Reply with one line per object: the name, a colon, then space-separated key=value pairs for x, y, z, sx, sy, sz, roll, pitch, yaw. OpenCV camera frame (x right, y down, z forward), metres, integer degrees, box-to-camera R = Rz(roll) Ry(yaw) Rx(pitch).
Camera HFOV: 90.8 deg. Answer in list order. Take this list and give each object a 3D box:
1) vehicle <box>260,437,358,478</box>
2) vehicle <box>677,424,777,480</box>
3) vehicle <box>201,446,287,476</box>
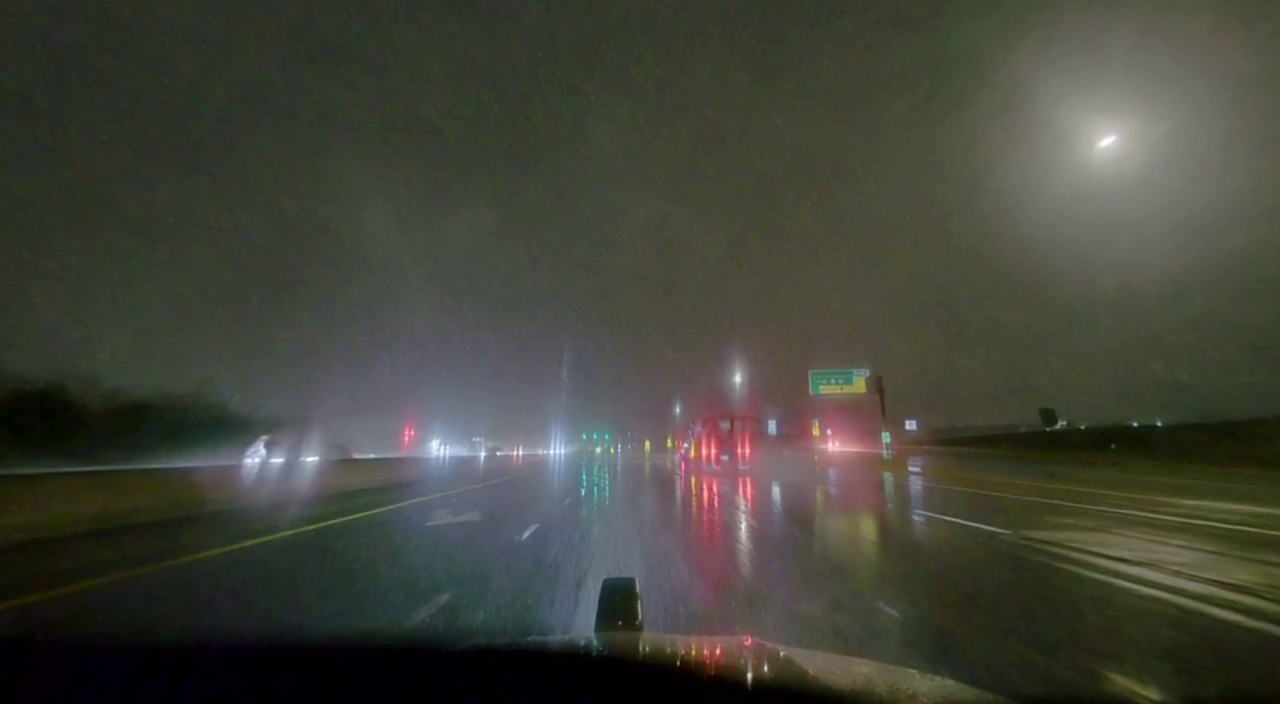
vehicle: x=-14.382 y=4.606 z=27.746 sx=1.969 sy=1.656 sz=4.297 roll=0 pitch=-8 yaw=-1
vehicle: x=3.440 y=4.281 z=27.378 sx=2.981 sy=2.053 sz=7.897 roll=0 pitch=-8 yaw=-2
vehicle: x=-22.240 y=6.091 z=35.697 sx=1.952 sy=1.552 sz=4.670 roll=0 pitch=-8 yaw=-2
